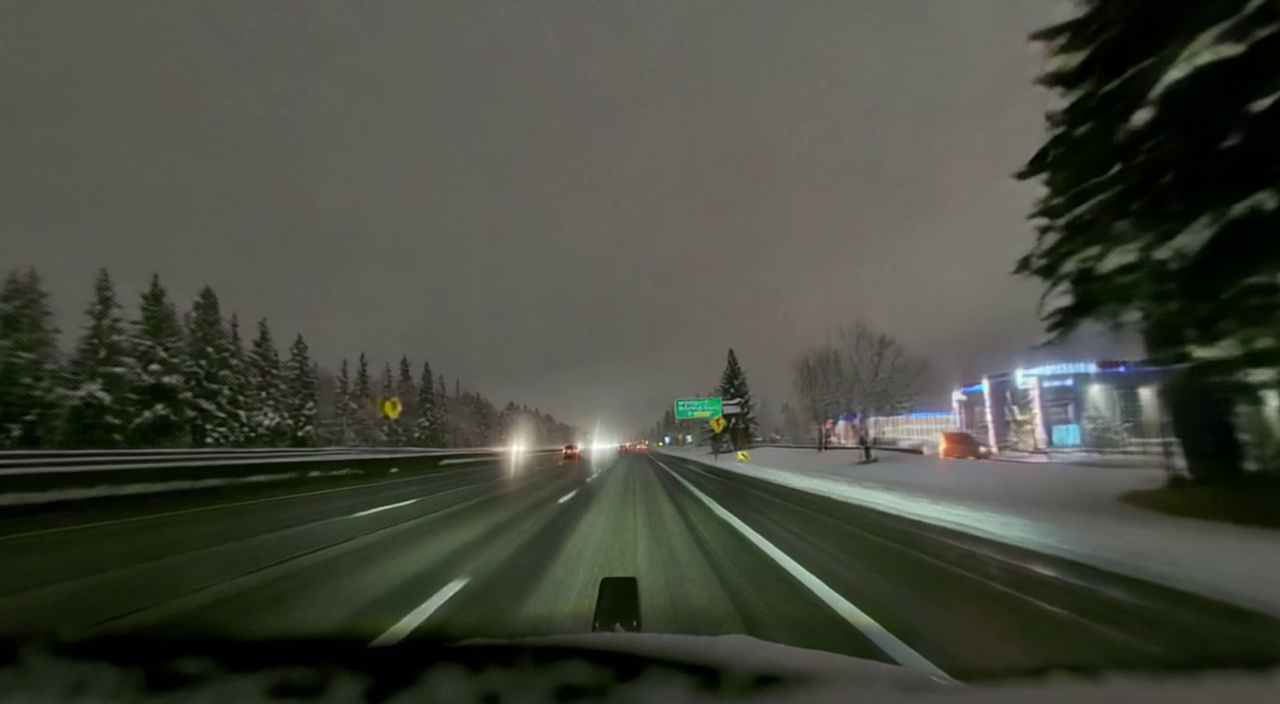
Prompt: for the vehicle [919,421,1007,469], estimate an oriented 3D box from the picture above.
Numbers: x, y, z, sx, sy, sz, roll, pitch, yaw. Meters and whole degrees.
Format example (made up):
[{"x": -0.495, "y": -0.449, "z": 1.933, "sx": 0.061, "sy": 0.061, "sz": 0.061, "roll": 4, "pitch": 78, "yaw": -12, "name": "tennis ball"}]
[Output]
[{"x": 24.725, "y": 7.193, "z": 48.914, "sx": 3.065, "sy": 3.244, "sz": 7.356, "roll": -2, "pitch": -9, "yaw": 2, "name": "vehicle"}]
